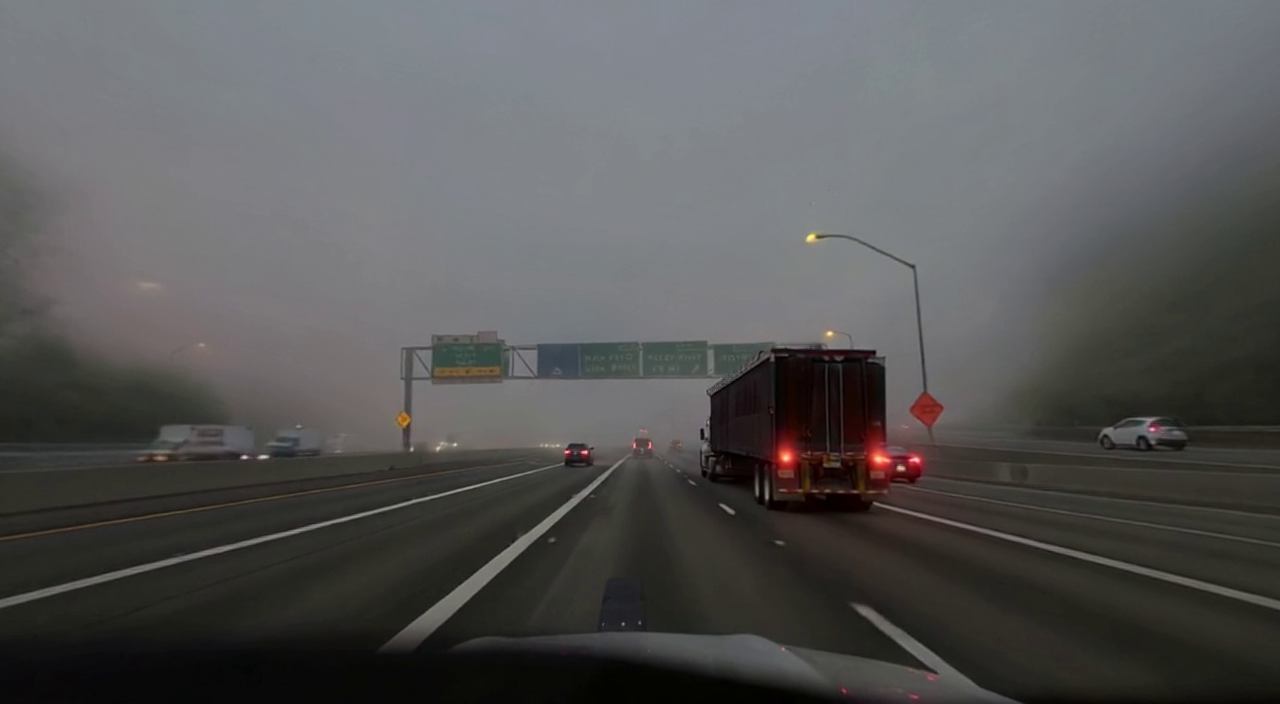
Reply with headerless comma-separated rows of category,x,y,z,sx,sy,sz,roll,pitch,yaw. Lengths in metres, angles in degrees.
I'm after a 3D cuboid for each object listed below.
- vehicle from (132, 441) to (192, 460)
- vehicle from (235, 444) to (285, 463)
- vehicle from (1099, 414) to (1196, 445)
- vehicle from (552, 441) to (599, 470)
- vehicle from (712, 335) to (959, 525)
vehicle,-37.530,7.737,49.369,1.855,1.448,3.597,1,-9,-1
vehicle,-29.633,7.897,49.029,1.656,1.396,3.537,0,-8,0
vehicle,28.647,4.417,35.612,1.928,1.603,4.315,1,-7,0
vehicle,-3.607,5.932,36.072,2.143,1.529,4.918,0,-9,1
vehicle,4.075,2.146,16.549,3.049,3.395,10.595,0,-8,0
